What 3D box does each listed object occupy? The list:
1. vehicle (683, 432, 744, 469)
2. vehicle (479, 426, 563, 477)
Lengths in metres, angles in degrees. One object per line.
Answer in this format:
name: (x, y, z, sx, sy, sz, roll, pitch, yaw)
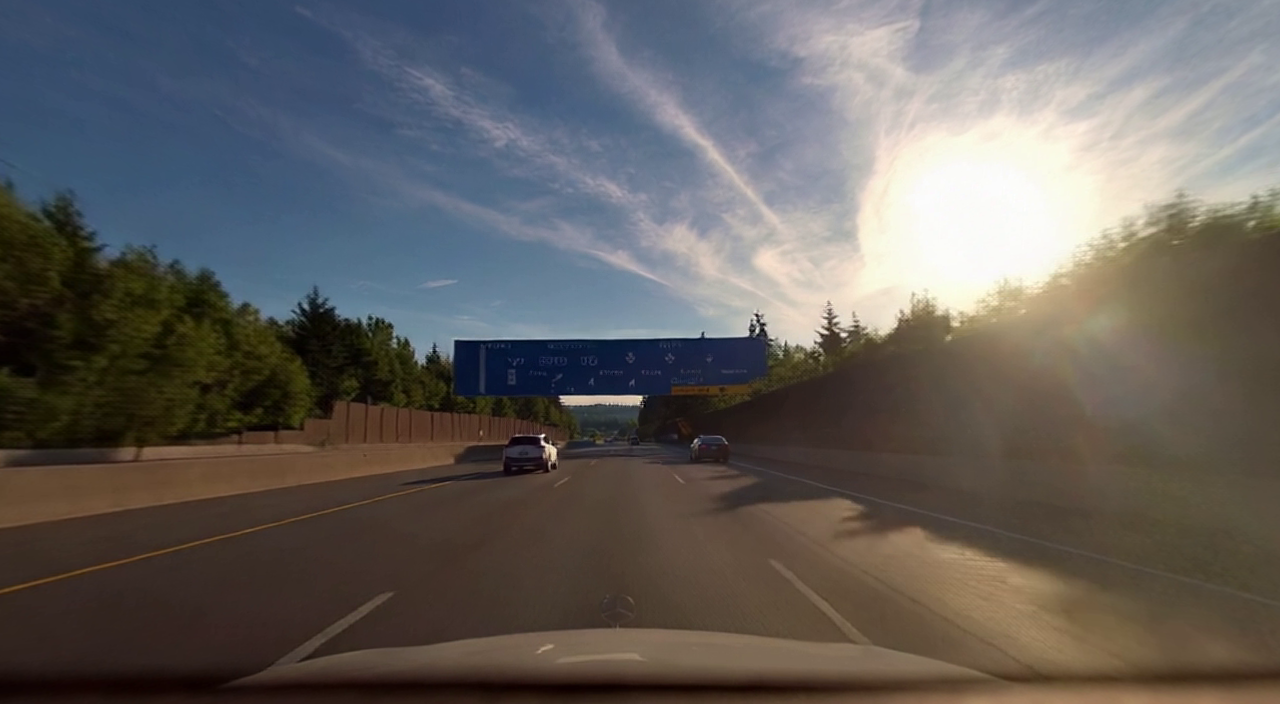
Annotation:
vehicle: (3.222, 4.407, 28.534, 2.077, 1.523, 4.539, 0, -8, -2)
vehicle: (-4.169, 3.548, 22.779, 2.219, 1.660, 4.153, 0, -8, 0)
